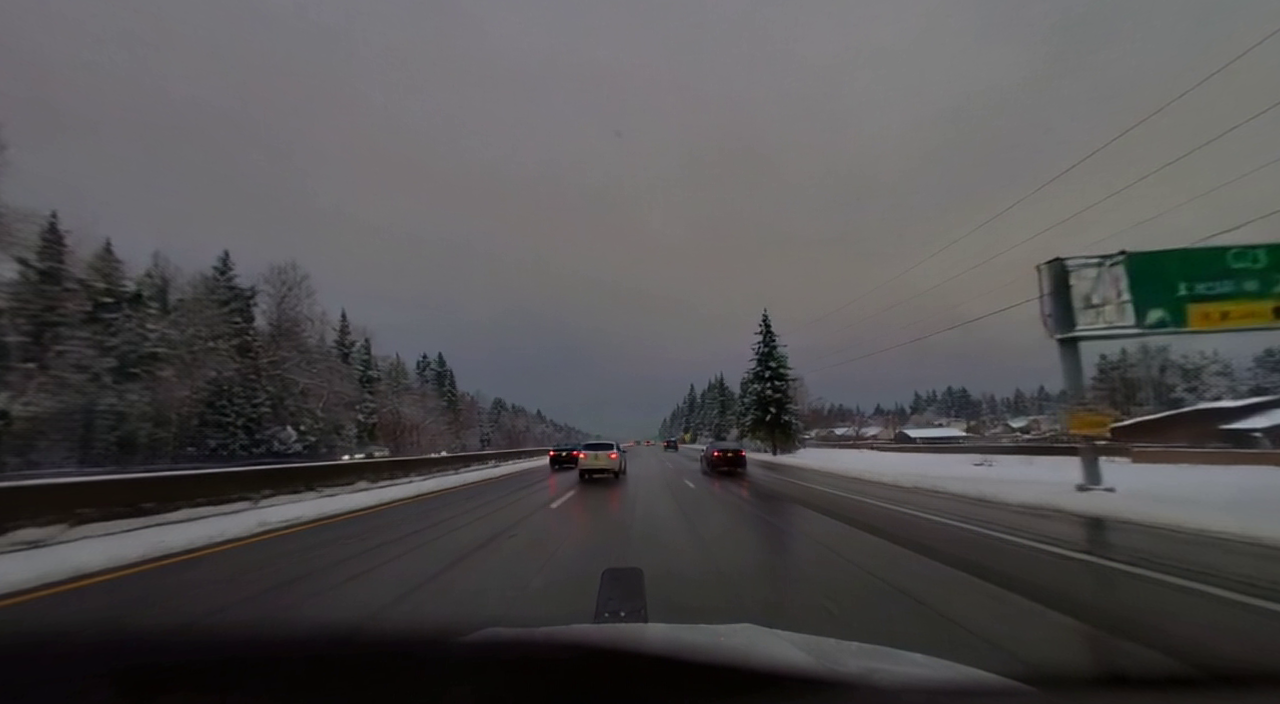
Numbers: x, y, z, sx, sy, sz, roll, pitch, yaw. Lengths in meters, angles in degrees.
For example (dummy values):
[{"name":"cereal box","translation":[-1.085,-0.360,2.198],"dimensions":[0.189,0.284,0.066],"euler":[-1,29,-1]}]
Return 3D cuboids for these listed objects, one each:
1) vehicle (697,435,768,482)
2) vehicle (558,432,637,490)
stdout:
[{"name":"vehicle","translation":[3.347,3.930,23.572],"dimensions":[1.996,1.579,3.841],"euler":[0,-8,-1]},{"name":"vehicle","translation":[-1.212,3.354,19.764],"dimensions":[2.049,1.620,4.153],"euler":[0,-8,2]}]
